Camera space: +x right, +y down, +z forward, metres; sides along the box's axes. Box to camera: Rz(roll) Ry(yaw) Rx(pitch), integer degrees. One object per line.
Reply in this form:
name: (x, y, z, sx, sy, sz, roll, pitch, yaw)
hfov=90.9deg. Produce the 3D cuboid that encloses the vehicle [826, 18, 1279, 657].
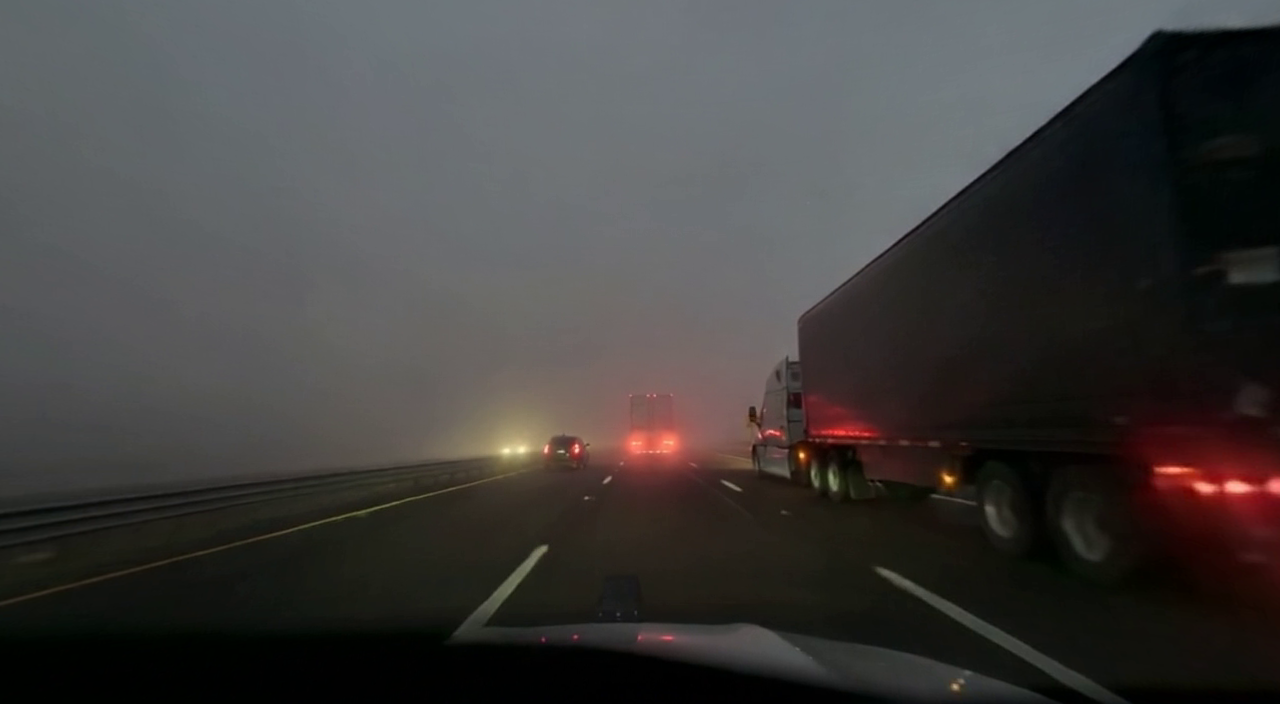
vehicle: (5.046, 0.330, 7.989, 2.873, 3.998, 8.286, 0, -8, 1)

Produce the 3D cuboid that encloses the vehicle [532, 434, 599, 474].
vehicle: (-3.129, 4.409, 27.631, 2.208, 1.542, 5.138, 0, -8, 1)

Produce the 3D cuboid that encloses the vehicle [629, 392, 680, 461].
vehicle: (1.025, 5.307, 44.134, 2.966, 4.072, 13.408, -1, -8, 1)
